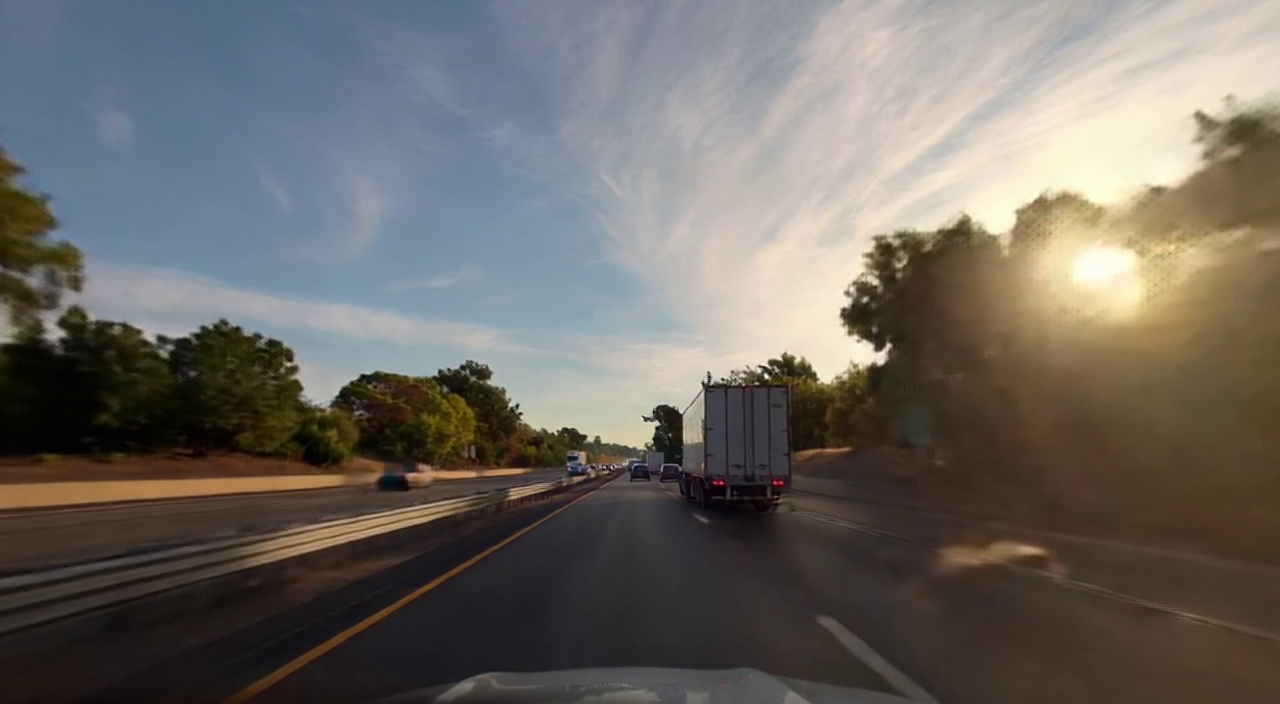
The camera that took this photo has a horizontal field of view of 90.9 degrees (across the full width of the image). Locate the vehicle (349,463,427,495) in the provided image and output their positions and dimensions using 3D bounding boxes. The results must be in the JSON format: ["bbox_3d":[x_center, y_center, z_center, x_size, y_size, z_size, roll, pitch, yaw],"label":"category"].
[{"bbox_3d":[-12.930,6.527,32.651,2.088,1.494,4.577,1,-10,1],"label":"vehicle"}]

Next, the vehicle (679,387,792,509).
[{"bbox_3d":[3.665,4.525,28.434,2.863,4.088,14.040,1,-10,0],"label":"vehicle"}]
